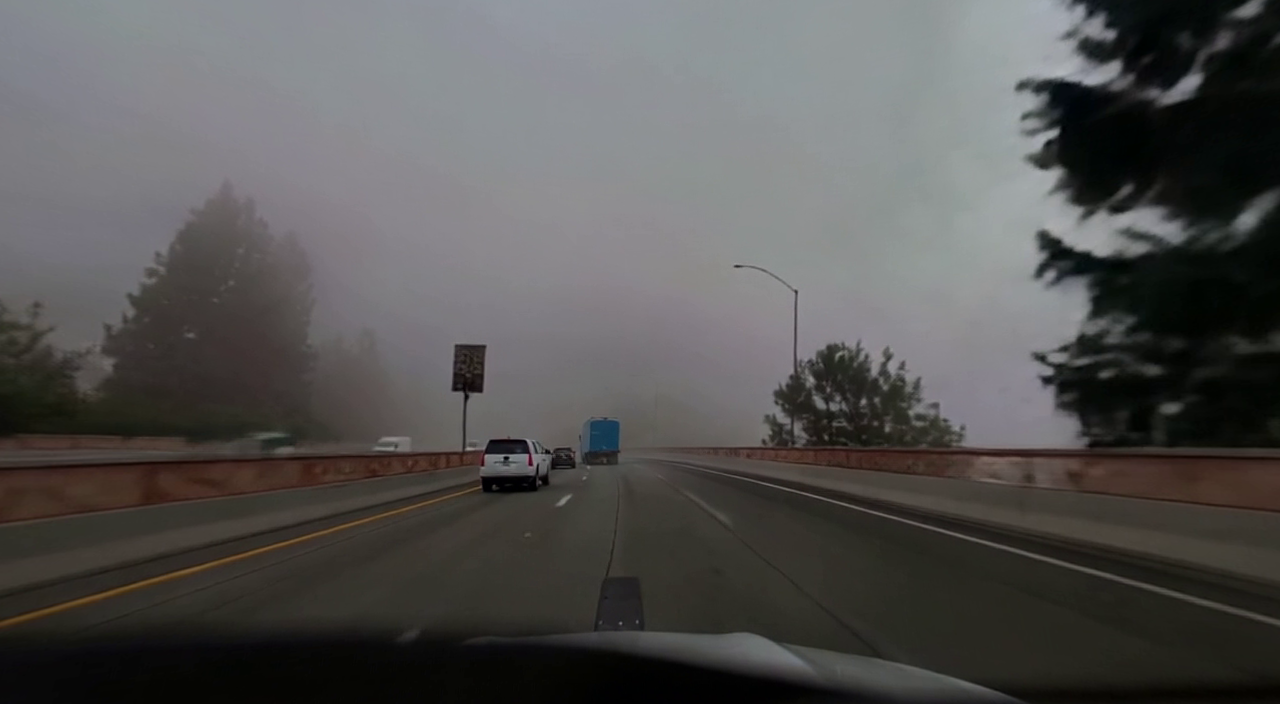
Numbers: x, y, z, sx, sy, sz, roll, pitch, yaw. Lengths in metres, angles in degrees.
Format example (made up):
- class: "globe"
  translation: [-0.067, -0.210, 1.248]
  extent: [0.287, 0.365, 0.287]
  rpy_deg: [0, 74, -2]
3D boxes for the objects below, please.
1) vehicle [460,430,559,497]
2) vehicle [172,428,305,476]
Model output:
- class: "vehicle"
  translation: [-3.704, 3.254, 18.734]
  extent: [2.041, 1.734, 4.391]
  rpy_deg: [0, -9, -1]
- class: "vehicle"
  translation: [-13.929, 3.527, 22.225]
  extent: [1.953, 1.501, 4.268]
  rpy_deg: [0, -9, -2]
